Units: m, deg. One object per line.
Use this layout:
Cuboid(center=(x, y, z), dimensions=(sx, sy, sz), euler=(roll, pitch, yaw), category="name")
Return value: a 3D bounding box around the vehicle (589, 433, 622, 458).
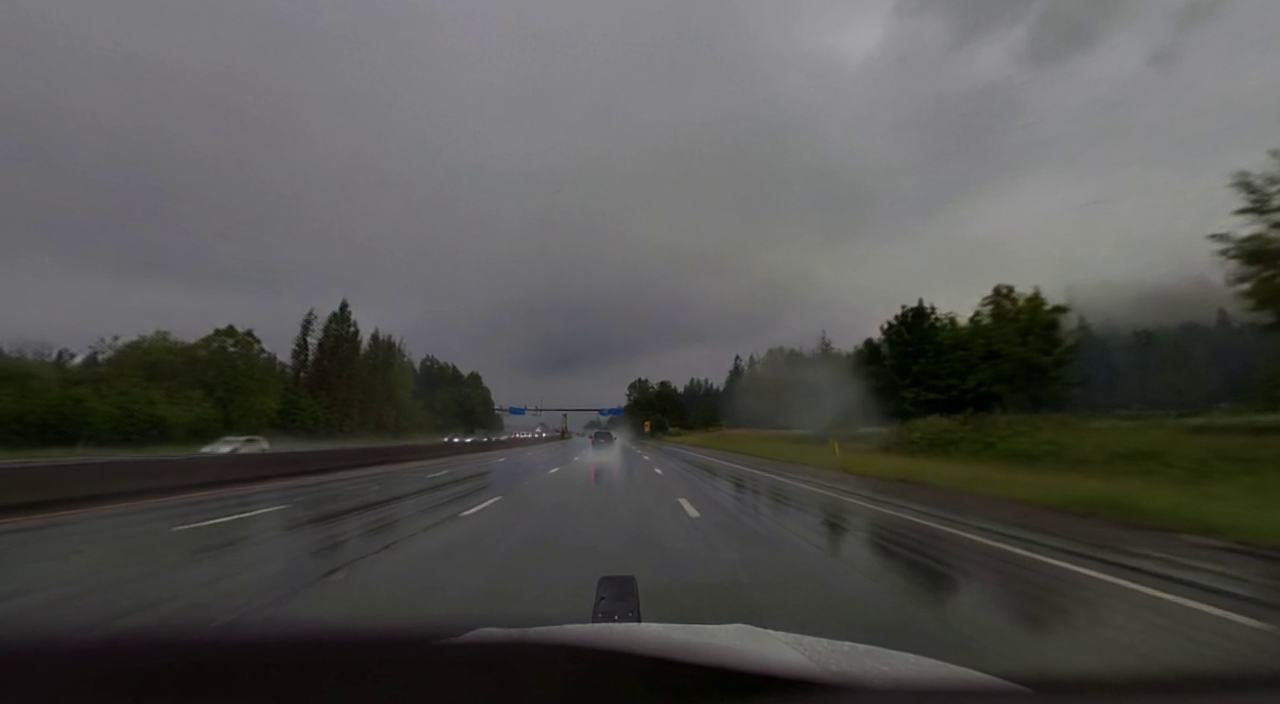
Cuboid(center=(-2.250, 6.045, 40.931), dimensions=(2.000, 1.491, 3.913), euler=(0, -8, -3), category="vehicle")
